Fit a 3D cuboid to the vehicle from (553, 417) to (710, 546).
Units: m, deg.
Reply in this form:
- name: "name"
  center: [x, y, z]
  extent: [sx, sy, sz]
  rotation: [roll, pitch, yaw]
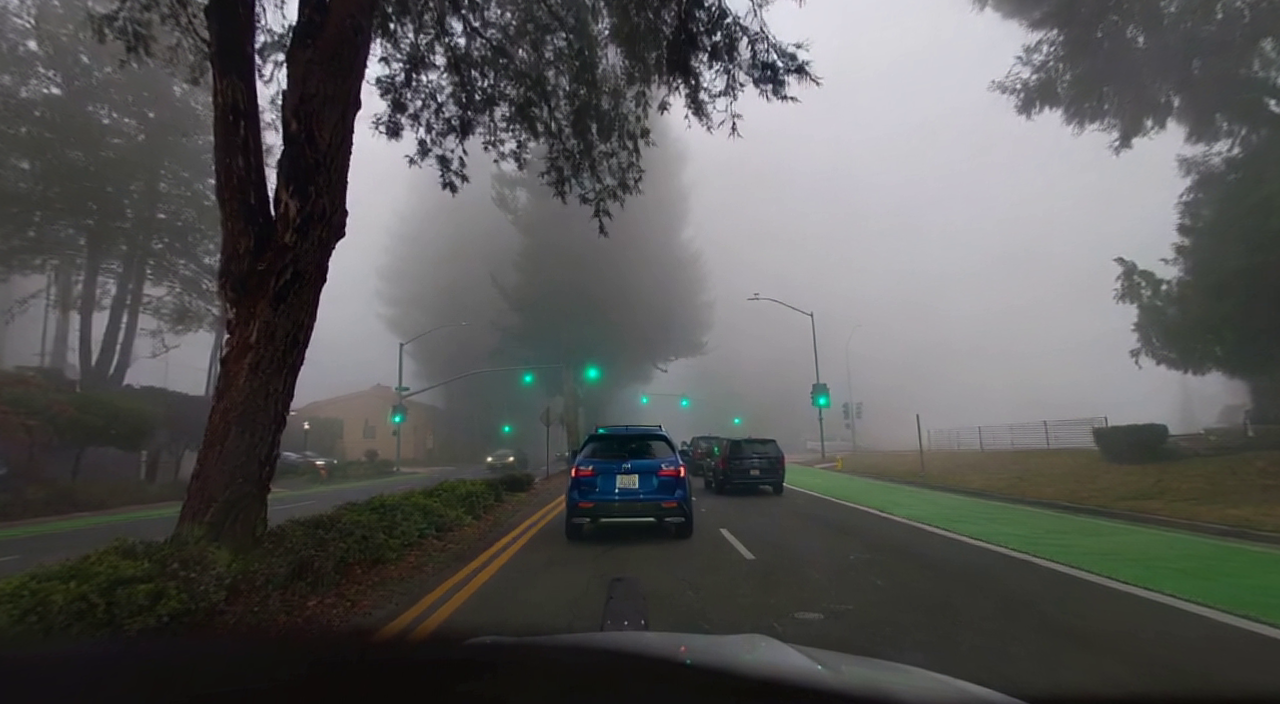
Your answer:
- name: "vehicle"
  center: [-0.099, 2.060, 10.587]
  extent: [2.109, 1.730, 3.963]
  rotation: [0, -8, 1]

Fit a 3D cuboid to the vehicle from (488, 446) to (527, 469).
- name: "vehicle"
  center: [-9.971, 7.975, 47.852]
  extent: [1.886, 1.666, 4.575]
  rotation: [0, -8, 1]

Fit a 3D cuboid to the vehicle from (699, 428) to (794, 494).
- name: "vehicle"
  center: [3.201, 3.400, 19.993]
  extent: [2.189, 1.815, 4.495]
  rotation: [0, -8, 0]
